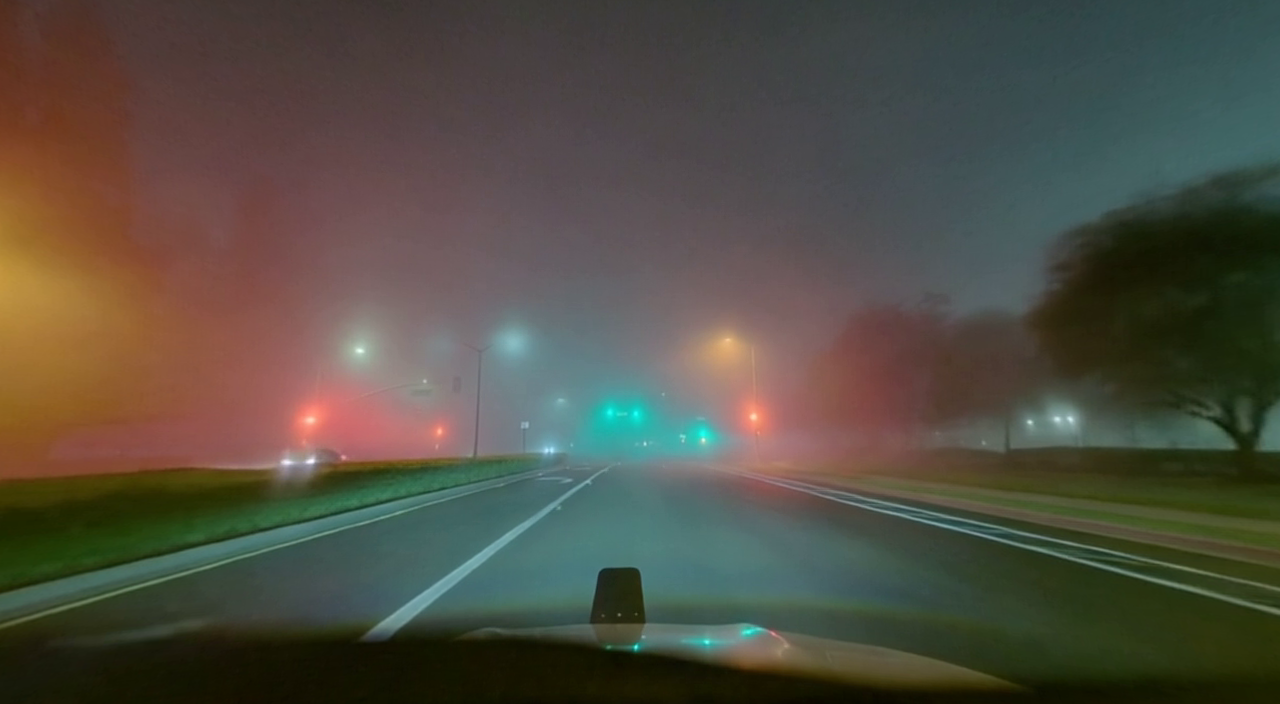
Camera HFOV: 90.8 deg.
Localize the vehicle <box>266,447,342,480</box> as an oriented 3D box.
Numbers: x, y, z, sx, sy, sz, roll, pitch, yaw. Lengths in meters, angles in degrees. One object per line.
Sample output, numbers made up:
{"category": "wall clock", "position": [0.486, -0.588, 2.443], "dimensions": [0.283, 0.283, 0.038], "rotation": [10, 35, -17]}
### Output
{"category": "vehicle", "position": [-18.187, 6.037, 34.399], "dimensions": [1.853, 1.646, 4.112], "rotation": [0, -9, 0]}
